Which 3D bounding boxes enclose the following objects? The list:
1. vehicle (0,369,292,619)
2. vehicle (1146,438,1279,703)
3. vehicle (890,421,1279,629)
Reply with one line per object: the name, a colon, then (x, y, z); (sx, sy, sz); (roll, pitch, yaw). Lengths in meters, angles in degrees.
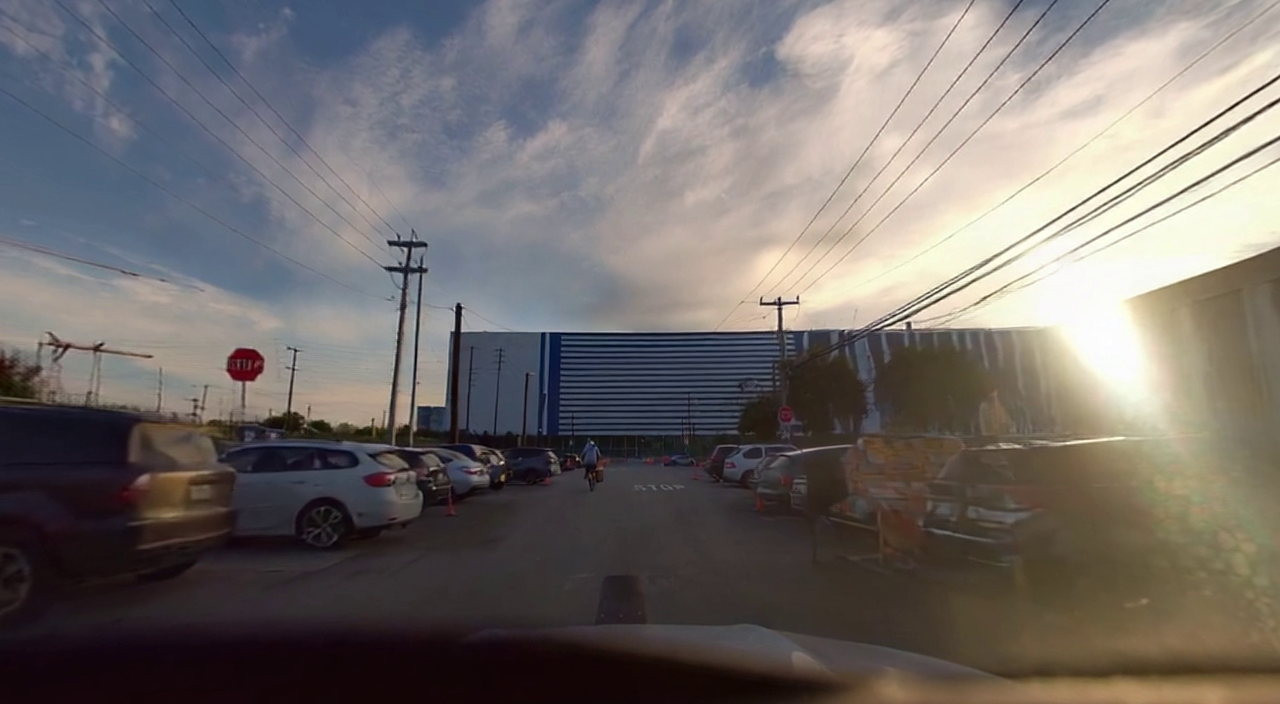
vehicle: (-6.498, 1.264, 6.279); (4.727, 1.976, 1.970); (3, -11, 1)
vehicle: (4.854, 0.998, 2.180); (4.659, 1.421, 1.771); (0, -9, -1)
vehicle: (4.896, 1.516, 6.064); (4.104, 1.603, 1.968); (0, -9, -1)
